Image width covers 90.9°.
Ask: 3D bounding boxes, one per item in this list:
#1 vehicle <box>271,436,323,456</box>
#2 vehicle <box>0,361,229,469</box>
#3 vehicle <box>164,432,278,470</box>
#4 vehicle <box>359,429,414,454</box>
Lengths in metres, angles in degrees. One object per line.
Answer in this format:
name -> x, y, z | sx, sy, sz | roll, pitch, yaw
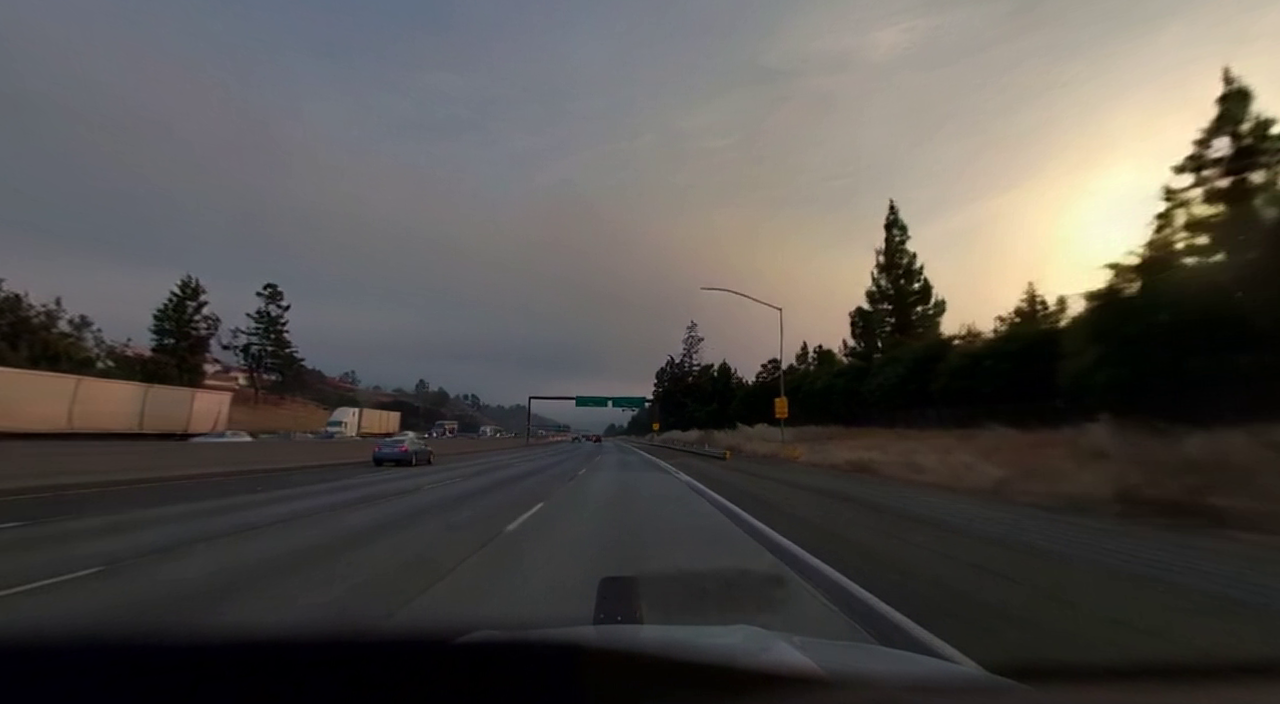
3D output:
vehicle -> -26.272, 7.182, 48.396 | 1.741, 1.455, 3.896 | 0, -8, 1
vehicle -> -25.554, 3.232, 30.058 | 2.827, 4.008, 14.012 | 0, -8, -1
vehicle -> -17.667, 4.182, 26.871 | 1.886, 1.449, 4.405 | 0, -8, -1
vehicle -> -18.583, 6.614, 46.502 | 2.070, 1.725, 4.946 | 0, -8, -1
